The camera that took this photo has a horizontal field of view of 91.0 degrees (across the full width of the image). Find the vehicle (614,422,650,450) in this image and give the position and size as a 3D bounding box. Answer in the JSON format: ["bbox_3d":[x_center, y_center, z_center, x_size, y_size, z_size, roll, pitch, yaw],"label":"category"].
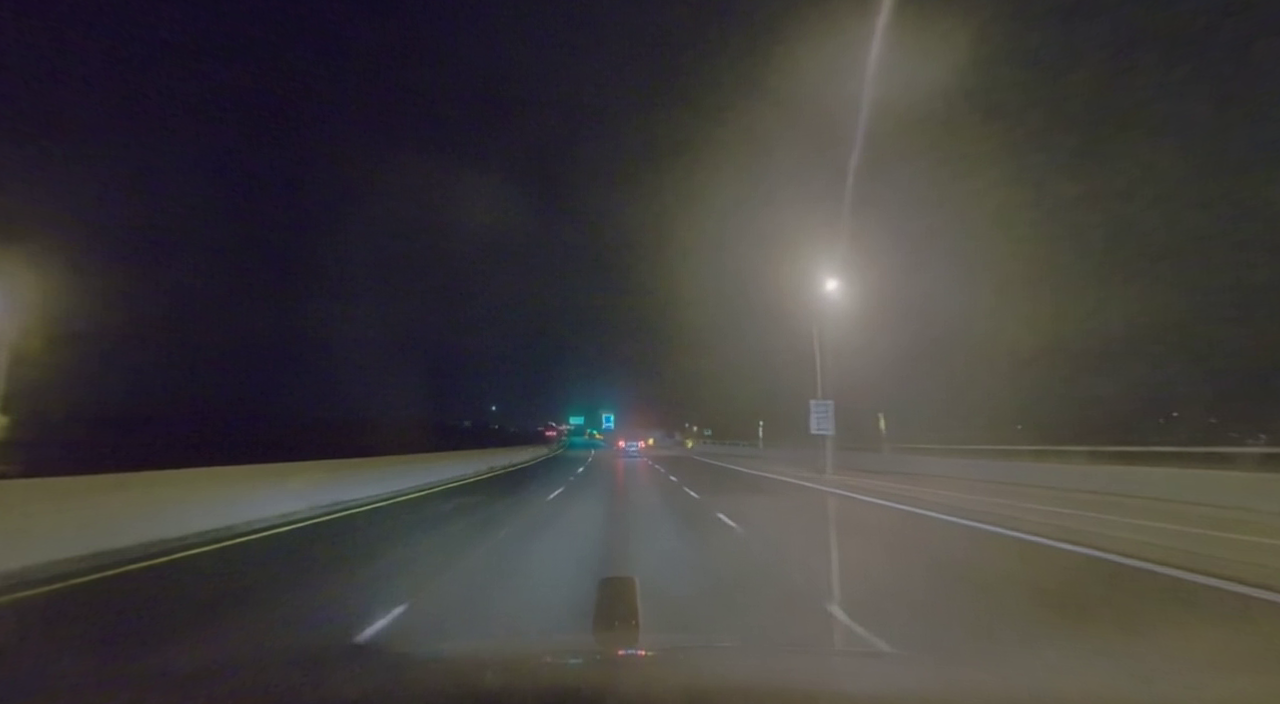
[{"bbox_3d":[-0.568,5.352,39.941,2.157,1.647,4.524,0,-8,-3],"label":"vehicle"}]
